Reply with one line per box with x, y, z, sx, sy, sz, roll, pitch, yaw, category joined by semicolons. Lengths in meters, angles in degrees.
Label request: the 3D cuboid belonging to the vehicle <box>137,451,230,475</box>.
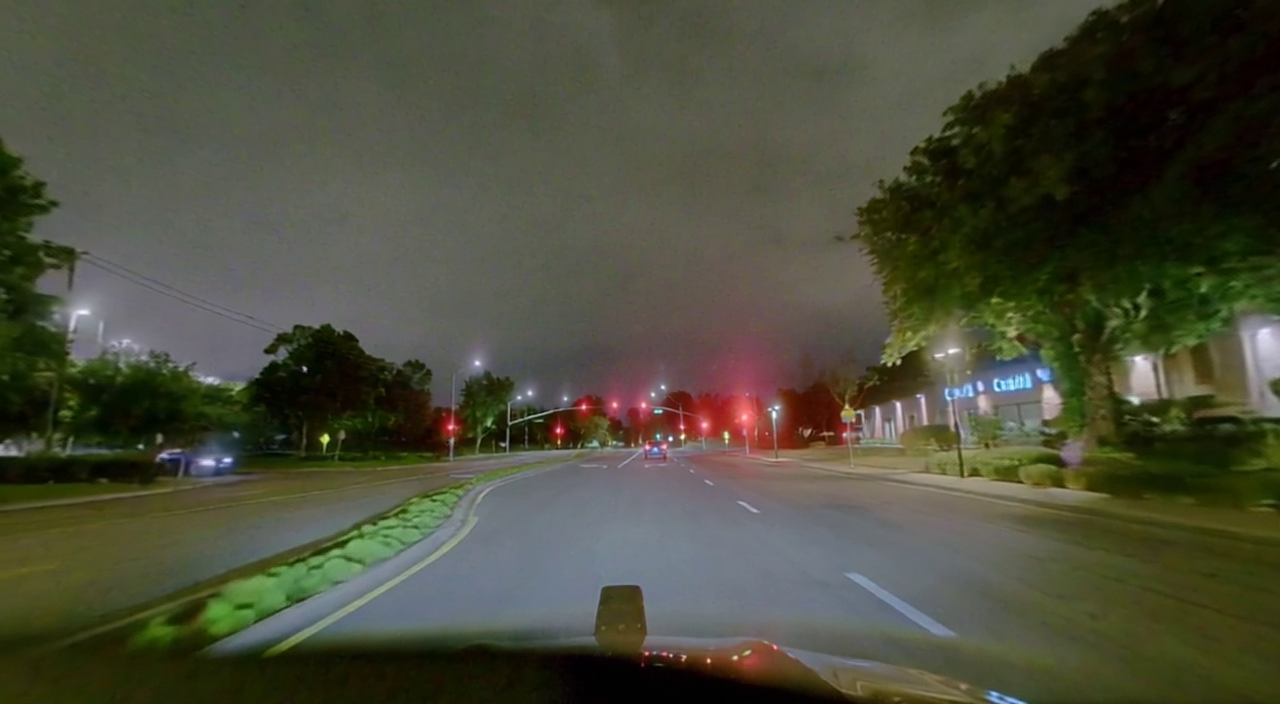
-29.172;7.127;40.437;4.438;1.440;1.782;1;-8;-6;vehicle
